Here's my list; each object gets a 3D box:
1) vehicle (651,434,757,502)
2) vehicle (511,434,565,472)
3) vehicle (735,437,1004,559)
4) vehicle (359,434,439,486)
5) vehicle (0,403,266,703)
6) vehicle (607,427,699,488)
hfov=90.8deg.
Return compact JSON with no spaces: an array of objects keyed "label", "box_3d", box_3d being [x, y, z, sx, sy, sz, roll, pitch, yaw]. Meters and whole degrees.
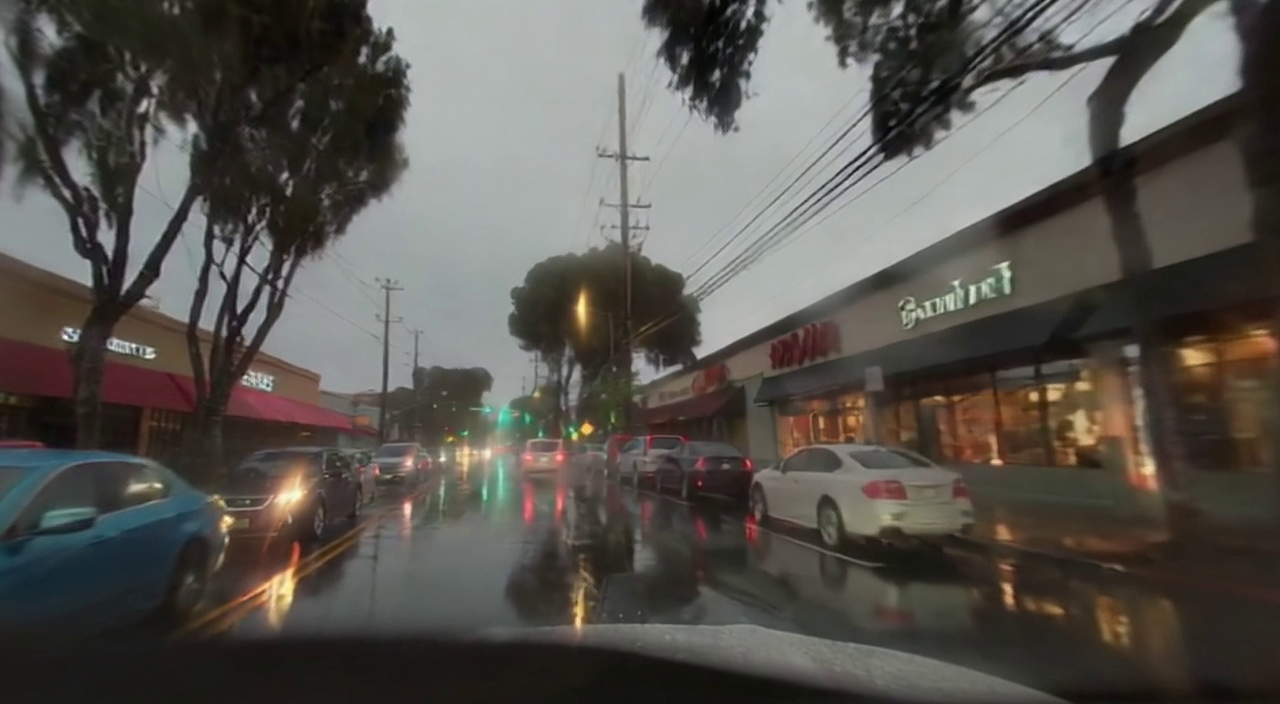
[{"label":"vehicle","box_3d":[1.708,3.294,18.391,1.882,1.704,4.055,2,-9,-12]},{"label":"vehicle","box_3d":[-5.529,5.360,33.801,2.440,1.882,4.611,2,-9,-13]},{"label":"vehicle","box_3d":[3.419,2.253,10.694,2.059,1.550,4.703,2,-9,-12]},{"label":"vehicle","box_3d":[-9.431,4.221,25.181,2.341,1.825,4.924,2,-9,-14]},{"label":"vehicle","box_3d":[-4.610,1.261,4.317,2.087,1.646,4.563,2,-9,-12]},{"label":"vehicle","box_3d":[0.320,3.872,23.523,2.243,1.992,5.087,2,-9,-13]}]
